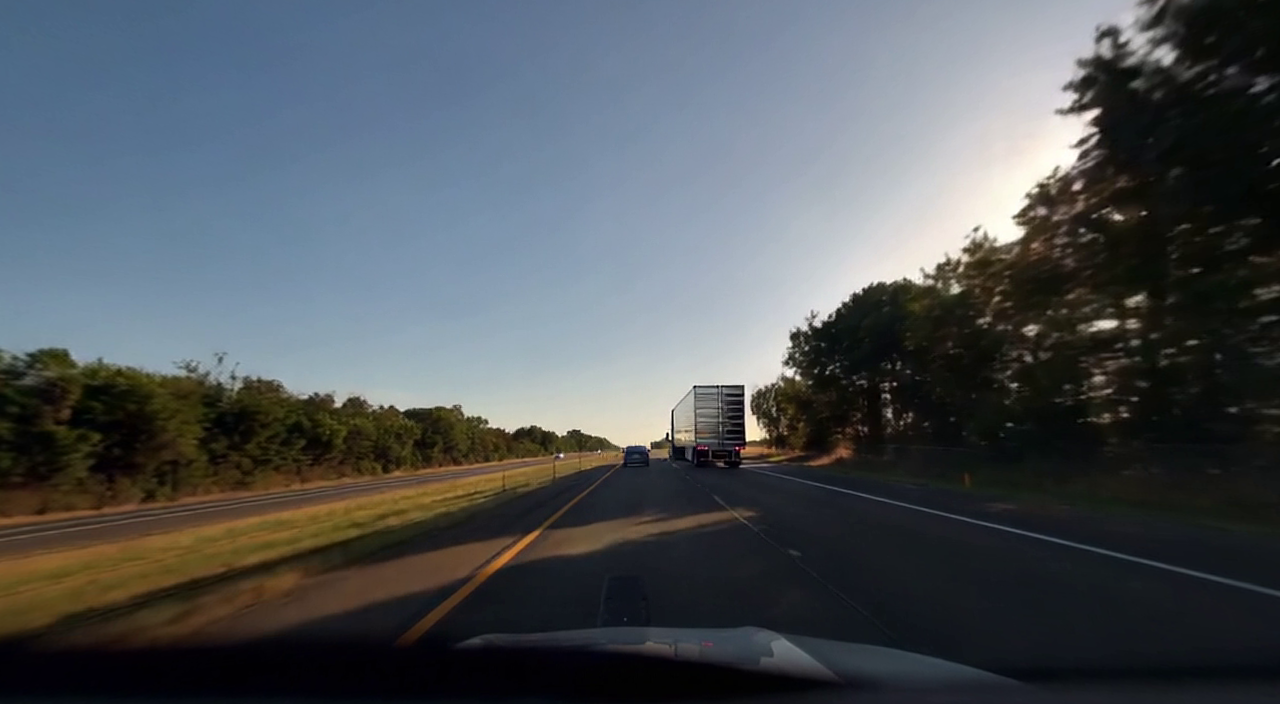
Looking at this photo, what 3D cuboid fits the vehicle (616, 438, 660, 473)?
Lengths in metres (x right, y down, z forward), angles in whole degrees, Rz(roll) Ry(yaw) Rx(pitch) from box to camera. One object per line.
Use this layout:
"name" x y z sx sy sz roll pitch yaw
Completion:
"vehicle" -0.100 4.973 30.533 1.968 1.515 4.025 0 -8 -1

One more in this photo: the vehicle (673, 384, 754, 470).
"vehicle" 3.948 4.793 38.513 2.929 4.158 15.921 0 -8 0
